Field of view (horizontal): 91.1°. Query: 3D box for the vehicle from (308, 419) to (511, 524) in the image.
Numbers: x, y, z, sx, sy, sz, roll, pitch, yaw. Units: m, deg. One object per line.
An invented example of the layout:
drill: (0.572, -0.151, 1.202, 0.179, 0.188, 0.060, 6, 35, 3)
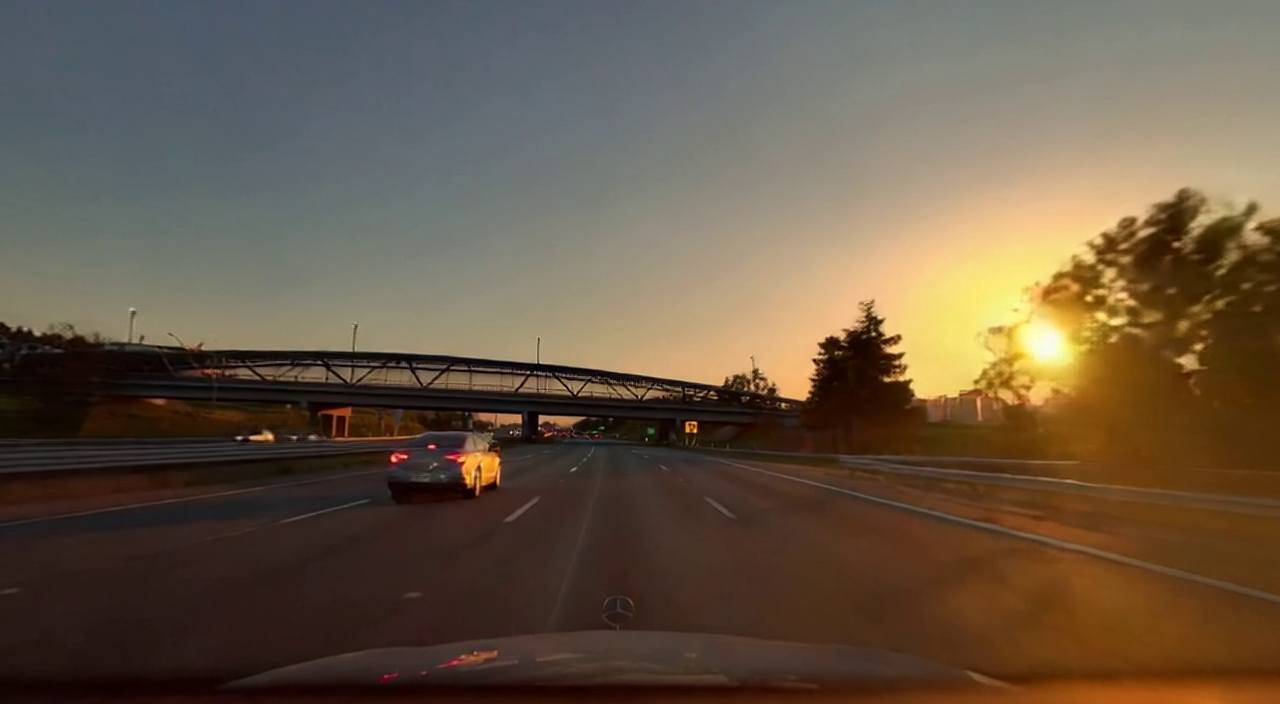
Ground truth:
vehicle: (-4.062, 2.183, 12.168, 2.123, 1.601, 4.887, 0, -8, -1)
